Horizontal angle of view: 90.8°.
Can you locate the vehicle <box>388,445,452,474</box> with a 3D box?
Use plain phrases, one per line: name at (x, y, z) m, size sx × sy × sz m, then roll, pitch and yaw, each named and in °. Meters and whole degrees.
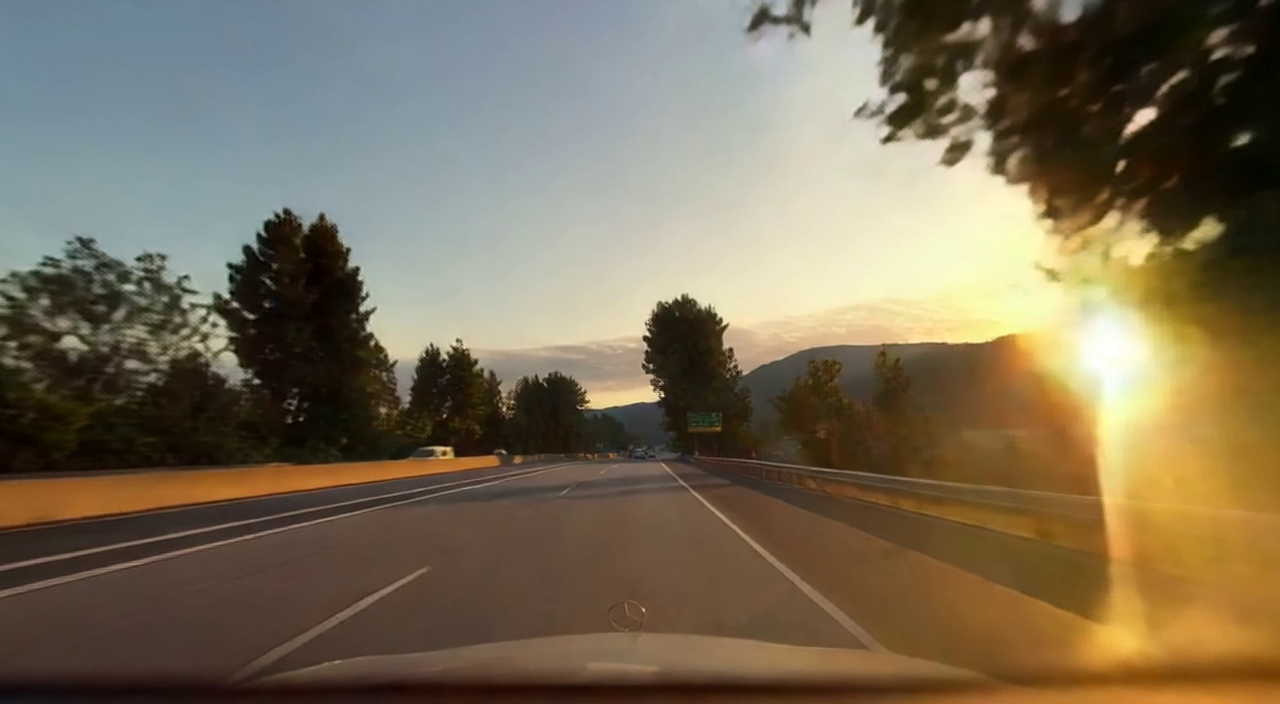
vehicle at (-13.103, 6.431, 37.850) m, size 2.080 × 1.583 × 4.614 m, roll 0°, pitch -9°, yaw 1°
